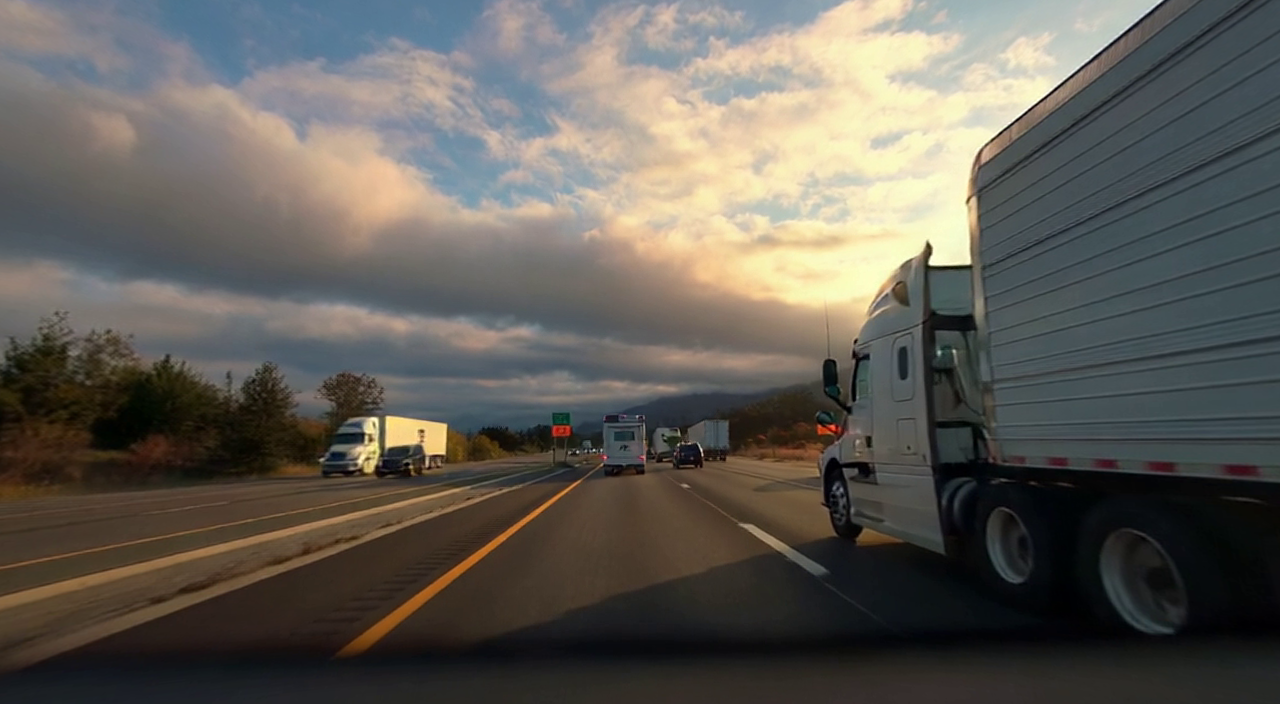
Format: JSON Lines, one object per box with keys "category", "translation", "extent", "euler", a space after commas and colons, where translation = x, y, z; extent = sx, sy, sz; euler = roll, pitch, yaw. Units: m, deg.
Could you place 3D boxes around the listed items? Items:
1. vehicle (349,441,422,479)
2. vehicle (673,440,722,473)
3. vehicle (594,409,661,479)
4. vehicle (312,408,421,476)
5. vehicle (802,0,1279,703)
{"category": "vehicle", "translation": [-13.674, 5.808, 34.008], "extent": [2.044, 1.914, 4.638], "euler": [0, -9, 0]}
{"category": "vehicle", "translation": [2.993, 5.563, 33.491], "extent": [2.127, 1.642, 3.899], "euler": [0, -9, -1]}
{"category": "vehicle", "translation": [-0.404, 4.146, 28.083], "extent": [2.506, 2.743, 6.093], "euler": [-1, -9, 3]}
{"category": "vehicle", "translation": [-18.345, 6.263, 43.151], "extent": [3.003, 4.059, 10.427], "euler": [0, -9, -2]}
{"category": "vehicle", "translation": [3.856, -0.131, 3.368], "extent": [2.972, 4.007, 10.643], "euler": [0, -9, -1]}
